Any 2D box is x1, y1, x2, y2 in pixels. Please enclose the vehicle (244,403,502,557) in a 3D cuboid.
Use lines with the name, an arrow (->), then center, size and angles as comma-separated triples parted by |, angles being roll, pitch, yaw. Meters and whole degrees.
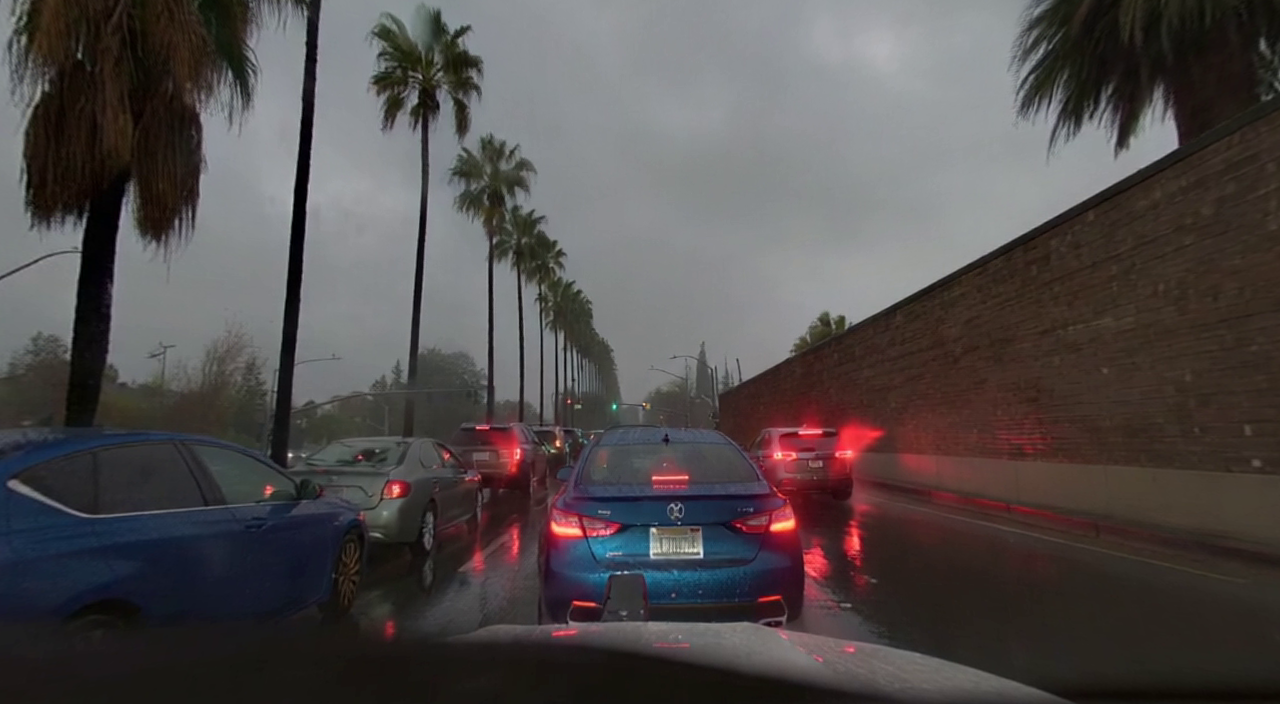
vehicle -> -3.513, 1.772, 9.306 | 2.055, 1.746, 4.136 | 0, -8, -1

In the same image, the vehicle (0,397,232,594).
vehicle -> -6.671, 1.398, 6.411 | 1.963, 1.721, 4.662 | 0, -8, -2

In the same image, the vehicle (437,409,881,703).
vehicle -> 0.043, 1.335, 5.219 | 2.128, 1.473, 4.272 | 0, -8, -1
